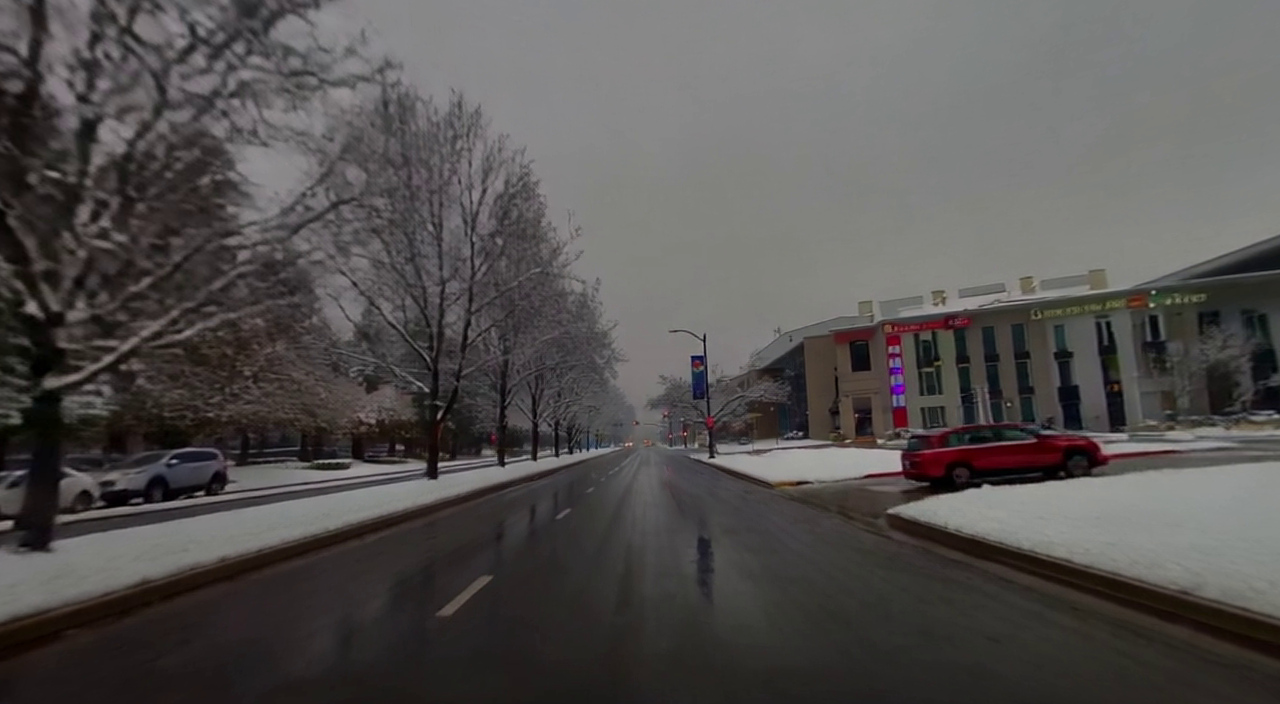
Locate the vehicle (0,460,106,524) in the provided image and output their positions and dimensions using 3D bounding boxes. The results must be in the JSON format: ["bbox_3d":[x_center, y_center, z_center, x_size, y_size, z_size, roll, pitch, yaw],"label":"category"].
[{"bbox_3d":[-17.448,3.769,16.911,1.873,1.544,4.794,0,-8,1],"label":"vehicle"}]

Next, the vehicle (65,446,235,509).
[{"bbox_3d":[-17.307,4.398,22.596,2.301,1.821,4.731,-4,-8,1],"label":"vehicle"}]

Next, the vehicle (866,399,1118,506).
[{"bbox_3d":[8.521,2.473,15.616,4.716,1.672,2.330,-10,-8,-2],"label":"vehicle"}]
